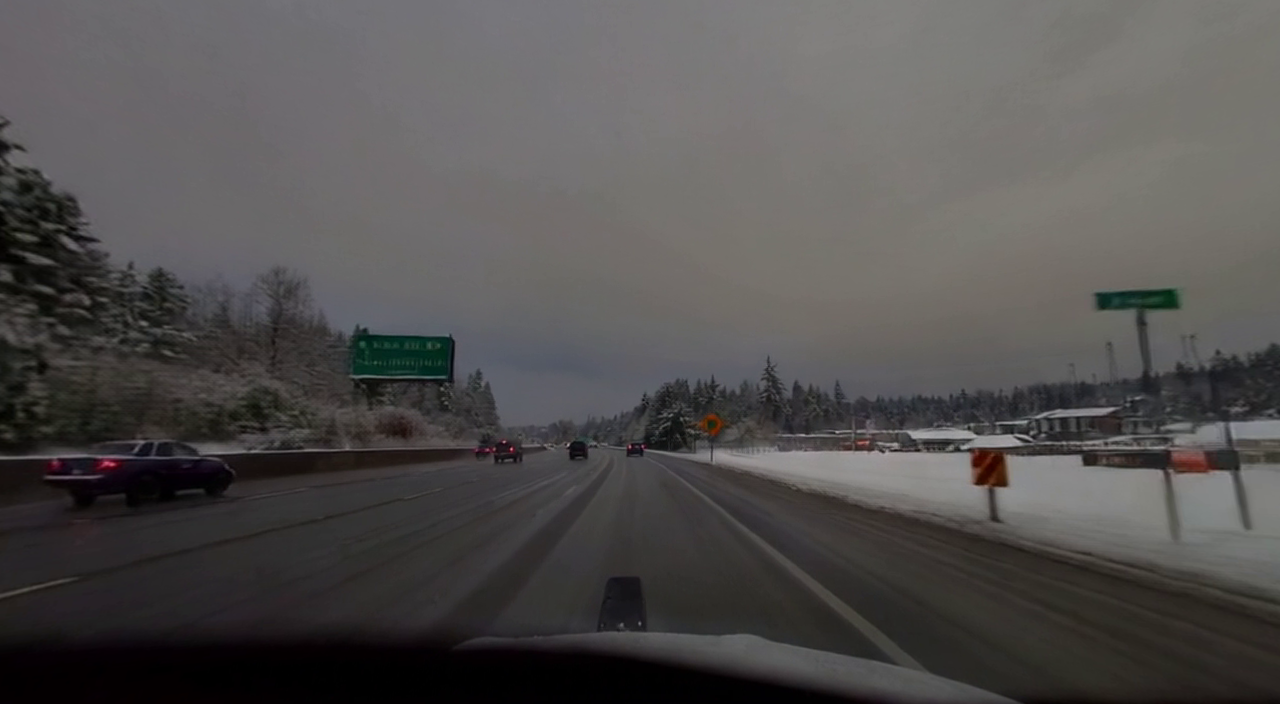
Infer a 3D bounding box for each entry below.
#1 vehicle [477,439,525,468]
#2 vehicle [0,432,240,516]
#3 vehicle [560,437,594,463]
[{"bbox_3d":[-8.360,6.144,38.197,2.015,1.651,4.432,0,-9,-1],"label":"vehicle"},{"bbox_3d":[-11.380,2.556,13.722,2.056,1.489,4.852,0,-9,0],"label":"vehicle"},{"bbox_3d":[-4.633,7.243,46.545,2.138,1.833,4.622,0,-9,-1],"label":"vehicle"}]
